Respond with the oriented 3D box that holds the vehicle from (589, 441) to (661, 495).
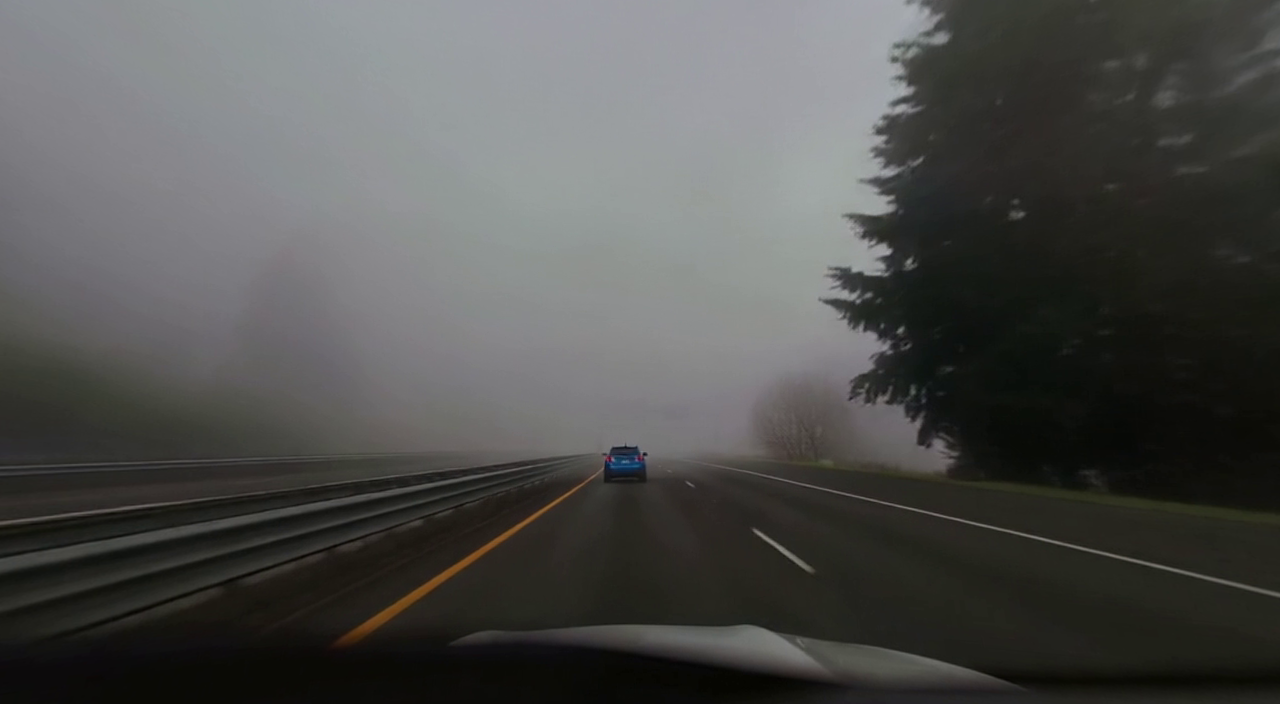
[{"bbox_3d":[-0.450,3.658,20.256,2.069,1.523,4.012,0,-9,-1],"label":"vehicle"}]
